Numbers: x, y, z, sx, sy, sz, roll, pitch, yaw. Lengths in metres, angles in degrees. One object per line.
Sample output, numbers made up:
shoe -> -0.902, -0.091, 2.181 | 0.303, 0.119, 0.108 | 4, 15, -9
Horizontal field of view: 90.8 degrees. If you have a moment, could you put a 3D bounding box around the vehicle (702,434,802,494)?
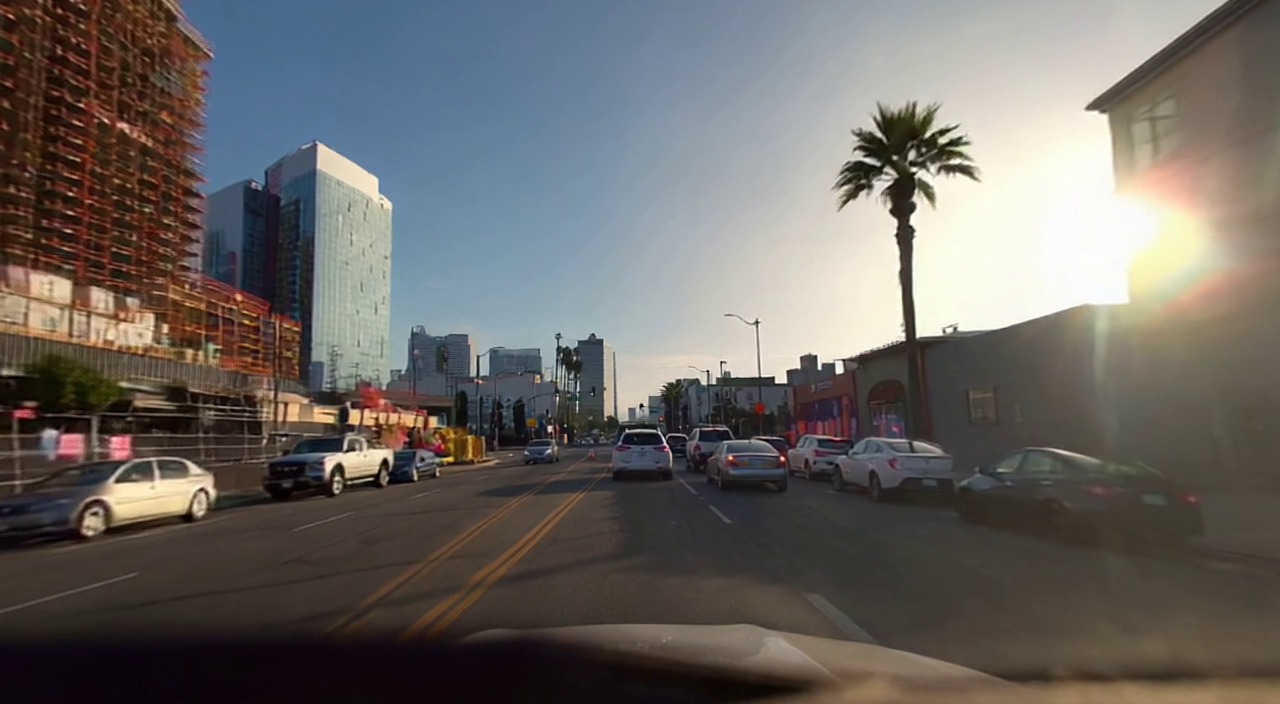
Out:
vehicle -> 3.030, 3.115, 17.979 | 1.999, 1.487, 3.939 | 0, -8, -2

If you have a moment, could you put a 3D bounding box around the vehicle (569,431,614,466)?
vehicle -> -2.675, 5.453, 35.802 | 2.180, 1.879, 4.452 | 0, -8, 0

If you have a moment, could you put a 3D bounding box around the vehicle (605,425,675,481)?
vehicle -> -0.013, 3.601, 22.682 | 2.264, 1.798, 4.258 | 0, -8, 0

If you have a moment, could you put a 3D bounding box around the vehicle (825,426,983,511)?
vehicle -> 6.313, 2.829, 15.804 | 1.886, 1.792, 4.525 | 0, -8, -1

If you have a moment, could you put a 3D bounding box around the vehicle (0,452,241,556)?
vehicle -> -9.923, 2.656, 11.864 | 1.804, 1.478, 4.734 | 0, -8, -1

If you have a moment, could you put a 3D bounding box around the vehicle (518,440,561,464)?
vehicle -> -6.501, 6.515, 41.346 | 2.020, 1.486, 4.363 | 0, -8, 0

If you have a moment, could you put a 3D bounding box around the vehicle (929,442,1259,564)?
vehicle -> 6.445, 2.128, 9.781 | 1.819, 1.435, 4.337 | 0, -8, -1

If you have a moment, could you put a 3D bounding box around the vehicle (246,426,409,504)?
vehicle -> -10.031, 3.747, 21.003 | 2.294, 1.948, 6.025 | -6, -10, 0
